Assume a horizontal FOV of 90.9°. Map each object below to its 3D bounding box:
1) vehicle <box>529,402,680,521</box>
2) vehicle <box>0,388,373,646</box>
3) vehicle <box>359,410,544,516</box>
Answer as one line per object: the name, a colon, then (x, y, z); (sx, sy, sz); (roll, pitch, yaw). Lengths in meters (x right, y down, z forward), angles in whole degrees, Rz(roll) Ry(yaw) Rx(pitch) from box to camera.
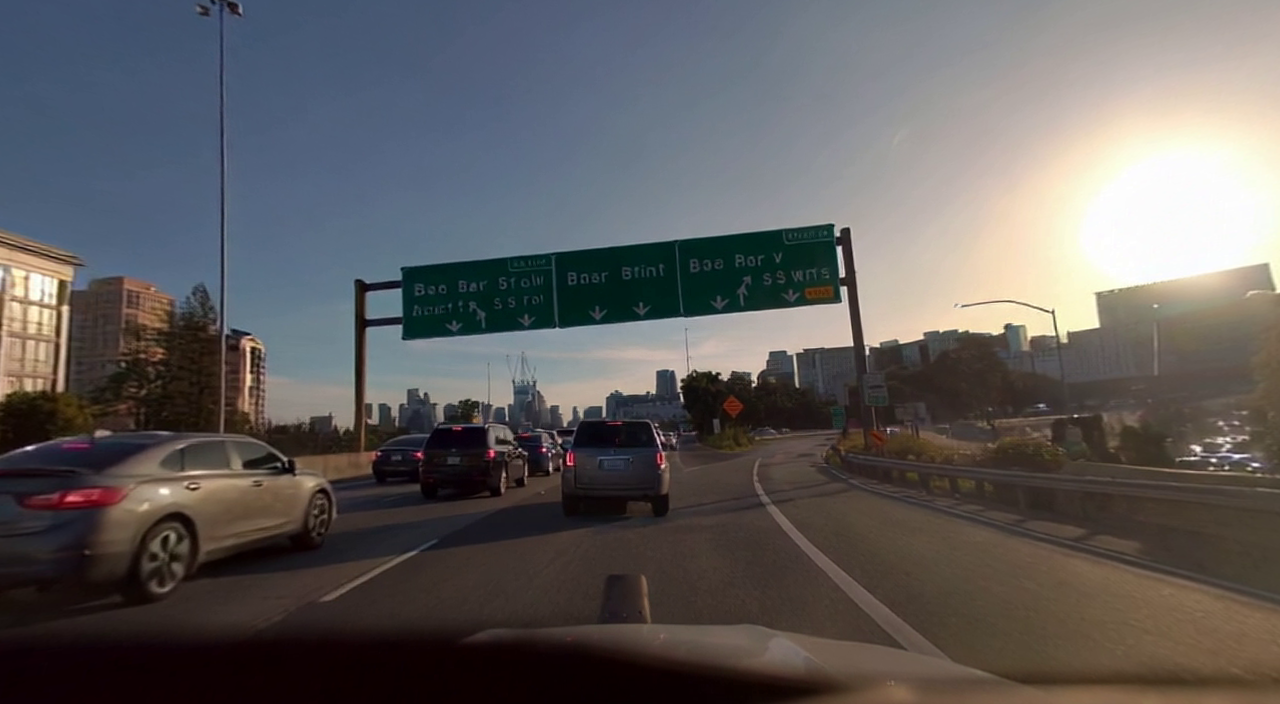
vehicle: (-0.603, 2.346, 13.983); (2.616, 2.063, 5.933); (0, -9, 0)
vehicle: (-4.701, 1.436, 6.505); (1.953, 1.729, 4.377); (0, -9, 0)
vehicle: (-3.933, 2.477, 14.572); (2.286, 1.931, 5.729); (0, -9, 2)
